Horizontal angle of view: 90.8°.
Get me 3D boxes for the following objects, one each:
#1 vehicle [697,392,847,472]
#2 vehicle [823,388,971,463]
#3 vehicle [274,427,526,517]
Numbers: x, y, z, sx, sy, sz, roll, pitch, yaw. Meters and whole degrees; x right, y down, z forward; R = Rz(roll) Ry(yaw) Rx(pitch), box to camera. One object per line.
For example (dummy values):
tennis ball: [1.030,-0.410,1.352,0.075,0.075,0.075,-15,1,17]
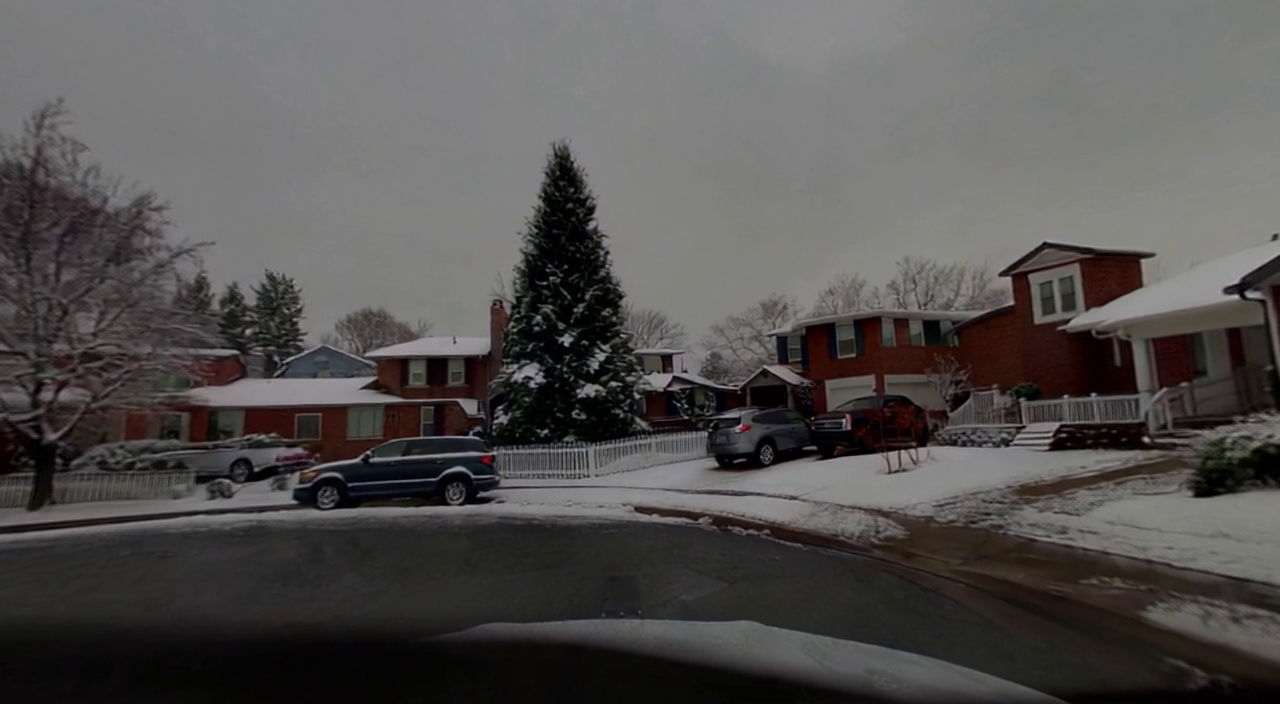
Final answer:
vehicle: [3.885,2.240,18.112,2.310,1.701,4.280,-10,-6,39]
vehicle: [7.253,1.968,17.606,2.152,1.773,4.495,-9,-8,44]
vehicle: [-5.282,2.670,14.352,4.815,1.827,2.147,-1,-9,7]
